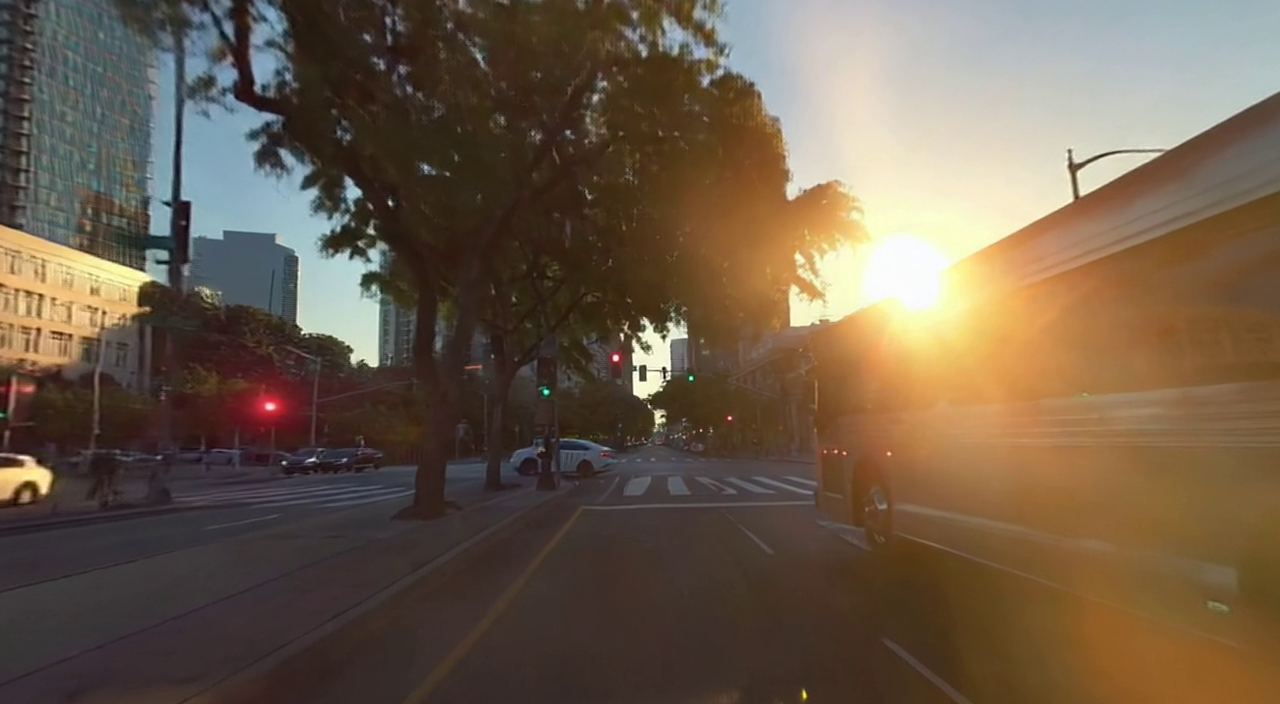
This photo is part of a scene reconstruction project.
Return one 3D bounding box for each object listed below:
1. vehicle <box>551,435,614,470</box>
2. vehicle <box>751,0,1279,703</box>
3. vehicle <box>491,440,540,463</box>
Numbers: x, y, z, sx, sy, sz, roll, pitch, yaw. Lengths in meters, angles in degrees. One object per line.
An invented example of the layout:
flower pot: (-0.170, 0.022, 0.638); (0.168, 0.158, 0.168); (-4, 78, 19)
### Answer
vehicle: (-2.859, 4.788, 30.363); (2.123, 1.544, 4.158); (2, -9, -18)
vehicle: (3.260, -0.258, 2.083); (3.250, 3.731, 13.693); (0, -8, 0)
vehicle: (-8.418, 6.661, 42.552); (2.036, 1.467, 3.979); (4, -10, -29)
